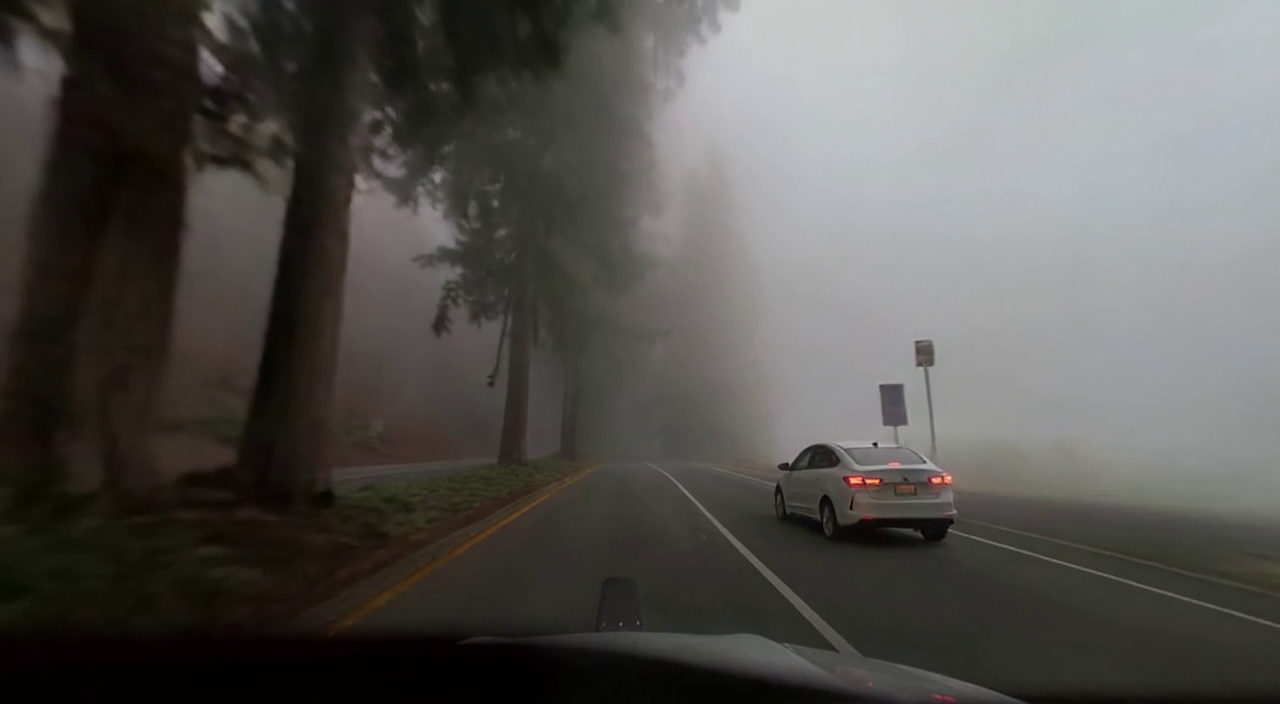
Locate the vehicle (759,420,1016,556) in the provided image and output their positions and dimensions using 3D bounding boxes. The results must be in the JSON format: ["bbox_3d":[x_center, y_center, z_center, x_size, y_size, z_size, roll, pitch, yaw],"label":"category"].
[{"bbox_3d":[3.373,1.958,9.840,2.060,1.584,4.592,0,-9,-1],"label":"vehicle"}]
